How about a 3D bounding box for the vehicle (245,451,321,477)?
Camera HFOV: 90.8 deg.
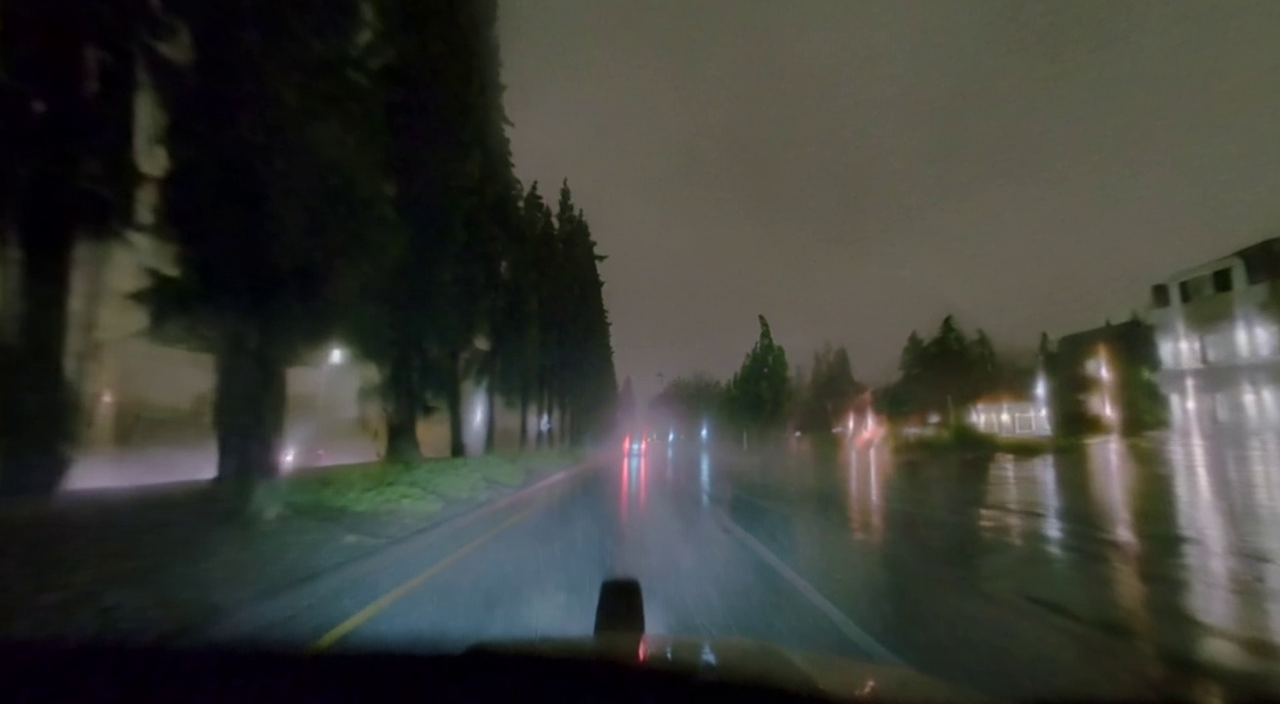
[{"bbox_3d":[-21.749,6.809,38.711,1.968,1.467,4.567,0,-8,1],"label":"vehicle"}]
